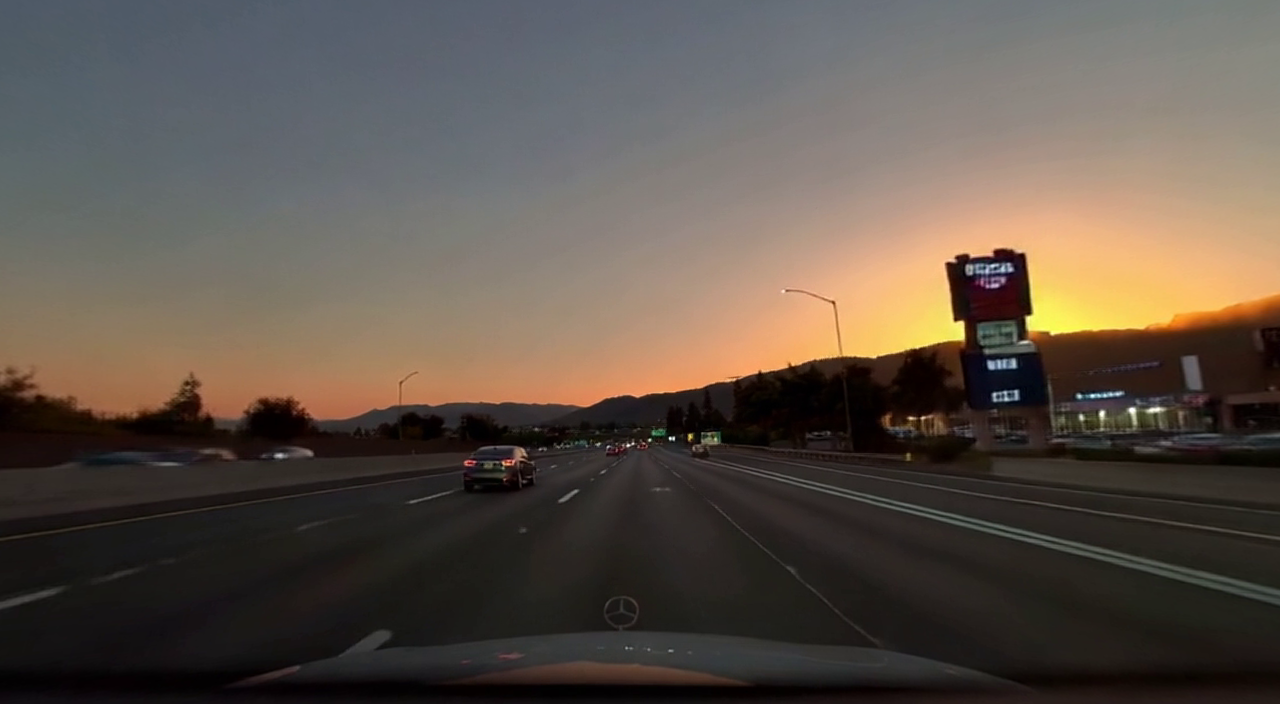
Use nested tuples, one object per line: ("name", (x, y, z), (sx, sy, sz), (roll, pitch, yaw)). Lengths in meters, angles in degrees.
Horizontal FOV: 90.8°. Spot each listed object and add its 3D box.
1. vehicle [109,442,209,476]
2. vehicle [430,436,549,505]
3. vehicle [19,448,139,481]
("vehicle", (-22.663, 5.023, 29.922), (1.806, 1.480, 3.620), (0, -9, 1))
("vehicle", (-3.658, 2.962, 16.203), (1.939, 1.508, 4.272), (0, -9, 1))
("vehicle", (-26.321, 5.259, 29.822), (2.068, 1.429, 3.894), (0, -9, 0))
